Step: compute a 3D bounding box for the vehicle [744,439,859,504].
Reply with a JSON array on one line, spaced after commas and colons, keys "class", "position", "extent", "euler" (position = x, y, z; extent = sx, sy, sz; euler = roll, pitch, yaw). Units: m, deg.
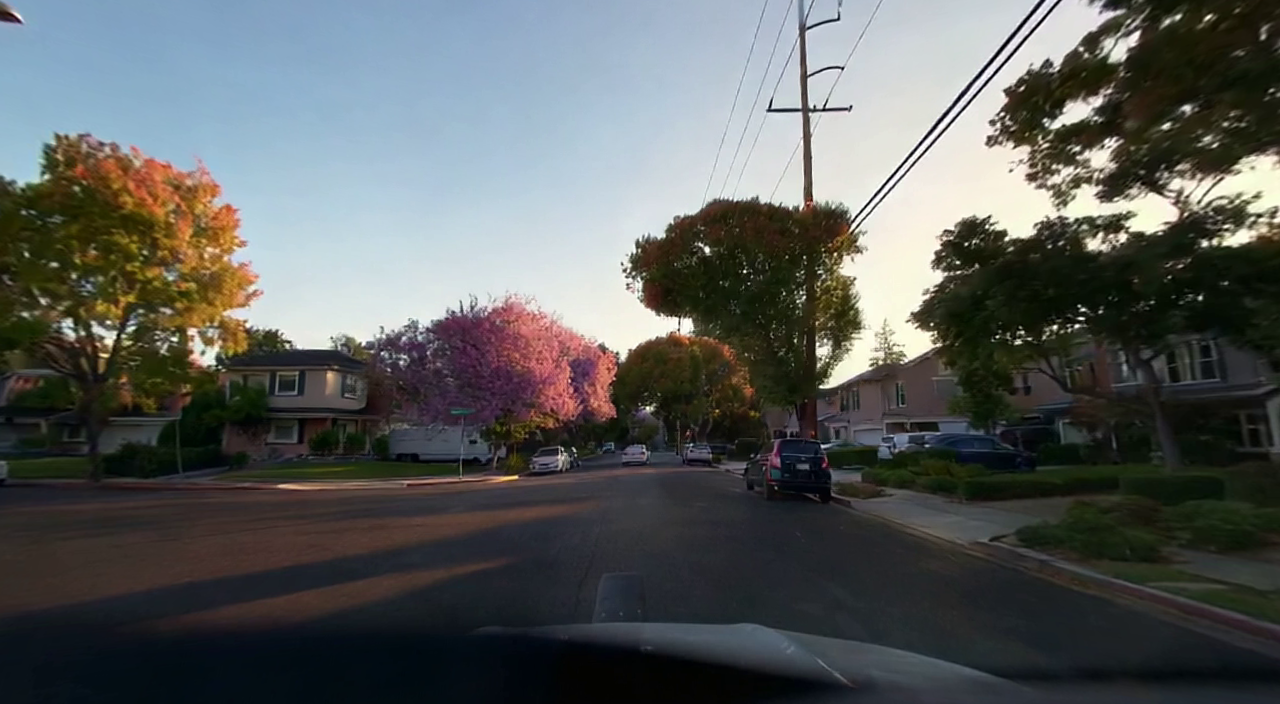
[{"class": "vehicle", "position": [4.206, 3.168, 17.207], "extent": [2.058, 1.535, 4.323], "euler": [0, -8, 1]}]

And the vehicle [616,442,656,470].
[{"class": "vehicle", "position": [-0.137, 5.779, 35.448], "extent": [2.075, 1.449, 4.526], "euler": [0, -8, 2]}]

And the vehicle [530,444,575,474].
[{"class": "vehicle", "position": [-4.804, 5.919, 35.190], "extent": [1.874, 1.413, 4.442], "euler": [0, -7, 0]}]

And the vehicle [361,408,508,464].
[{"class": "vehicle", "position": [-12.954, 5.399, 40.409], "extent": [8.239, 3.354, 2.902], "euler": [0, -9, 1]}]

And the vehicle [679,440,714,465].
[{"class": "vehicle", "position": [3.959, 7.122, 44.970], "extent": [2.103, 1.679, 4.386], "euler": [0, -8, 0]}]
